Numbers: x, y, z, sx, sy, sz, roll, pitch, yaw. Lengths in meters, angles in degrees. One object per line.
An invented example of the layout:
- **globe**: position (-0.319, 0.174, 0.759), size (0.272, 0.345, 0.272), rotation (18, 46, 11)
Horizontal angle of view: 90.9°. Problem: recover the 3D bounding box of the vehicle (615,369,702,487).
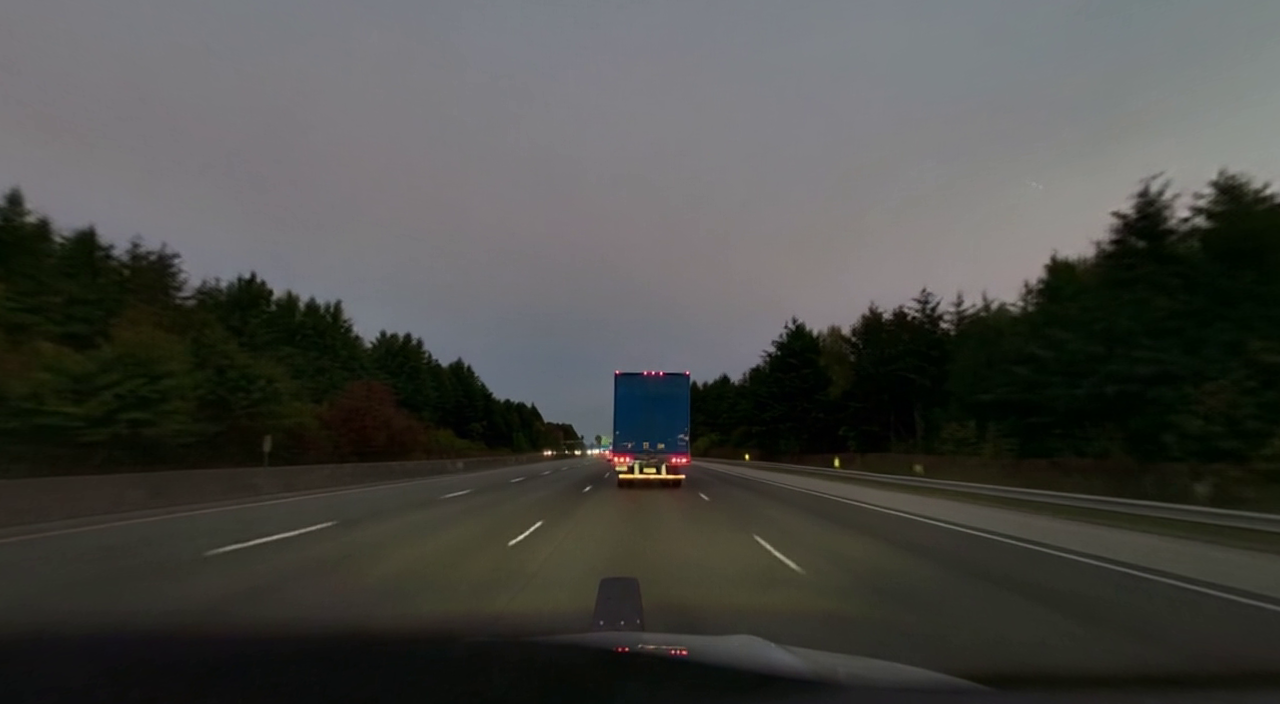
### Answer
- **vehicle**: position (0.551, 3.314, 26.350), size (2.898, 3.973, 10.063), rotation (0, -9, -1)
